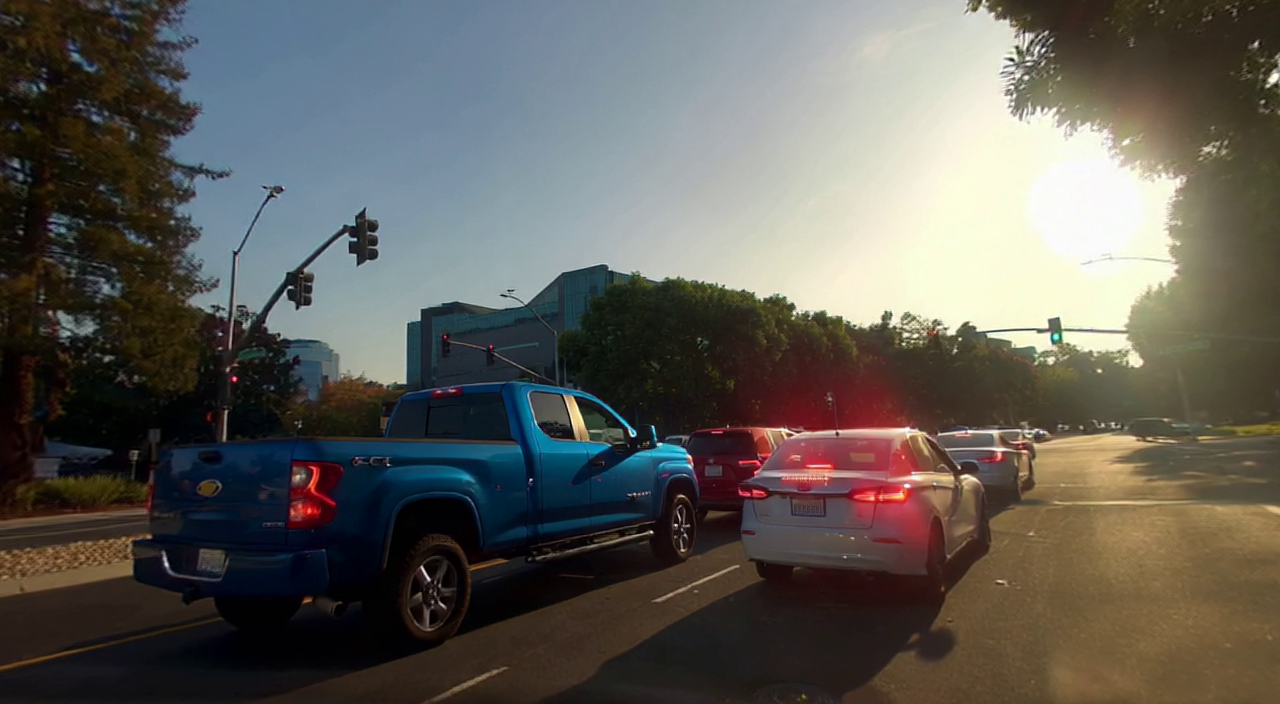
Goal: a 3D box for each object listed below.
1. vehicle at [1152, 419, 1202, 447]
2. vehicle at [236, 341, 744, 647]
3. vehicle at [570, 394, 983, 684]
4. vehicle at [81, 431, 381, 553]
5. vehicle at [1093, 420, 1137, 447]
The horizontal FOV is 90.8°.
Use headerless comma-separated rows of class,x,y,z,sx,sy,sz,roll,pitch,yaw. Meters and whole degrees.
vehicle,35.783,5.471,42.169,2.183,1.714,4.491,-6,-11,37
vehicle,-0.872,1.399,7.476,2.272,2.016,6.146,-5,-10,27
vehicle,1.715,1.376,5.991,2.027,1.549,4.801,-6,-10,35
vehicle,-8.362,2.784,13.458,2.174,2.057,4.738,-6,-10,33
vehicle,32.815,5.673,43.705,2.160,1.790,4.303,-6,-10,35
